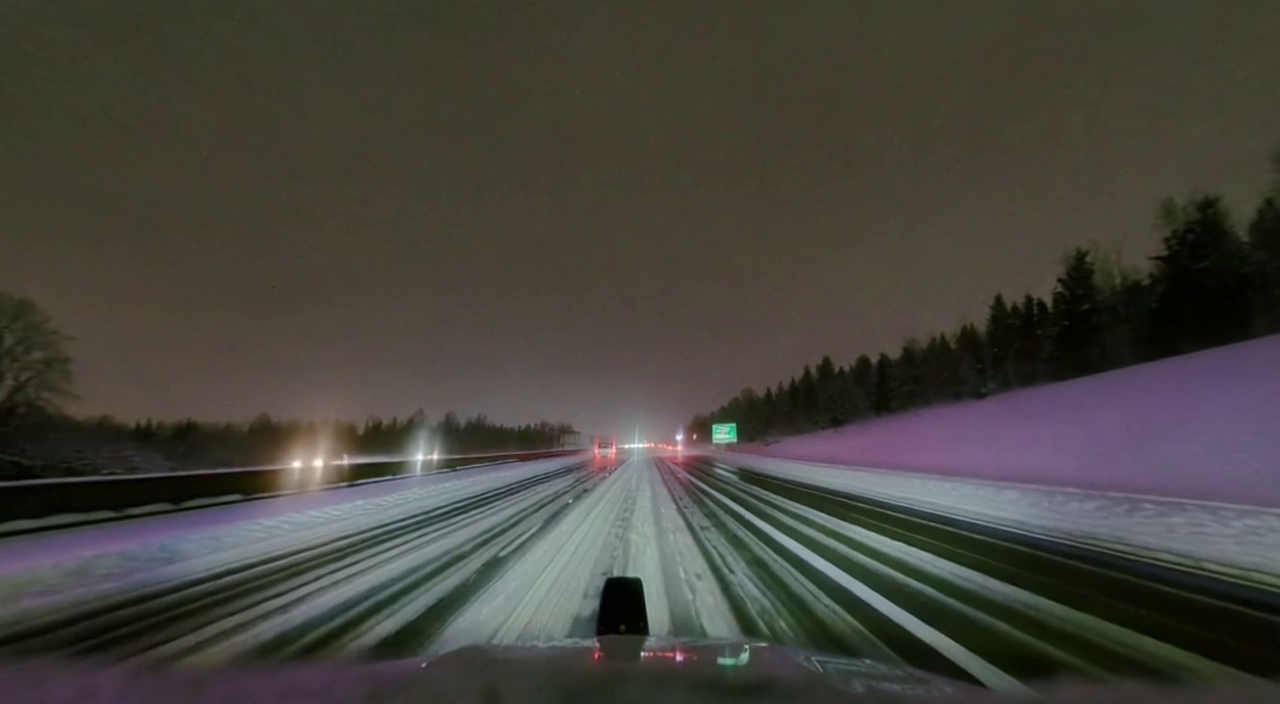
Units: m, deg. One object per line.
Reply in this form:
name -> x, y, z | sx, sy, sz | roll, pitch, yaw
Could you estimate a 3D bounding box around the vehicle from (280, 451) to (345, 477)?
vehicle -> -24.533, 8.378, 47.436 | 2.199, 1.807, 4.833 | 0, -8, 1
